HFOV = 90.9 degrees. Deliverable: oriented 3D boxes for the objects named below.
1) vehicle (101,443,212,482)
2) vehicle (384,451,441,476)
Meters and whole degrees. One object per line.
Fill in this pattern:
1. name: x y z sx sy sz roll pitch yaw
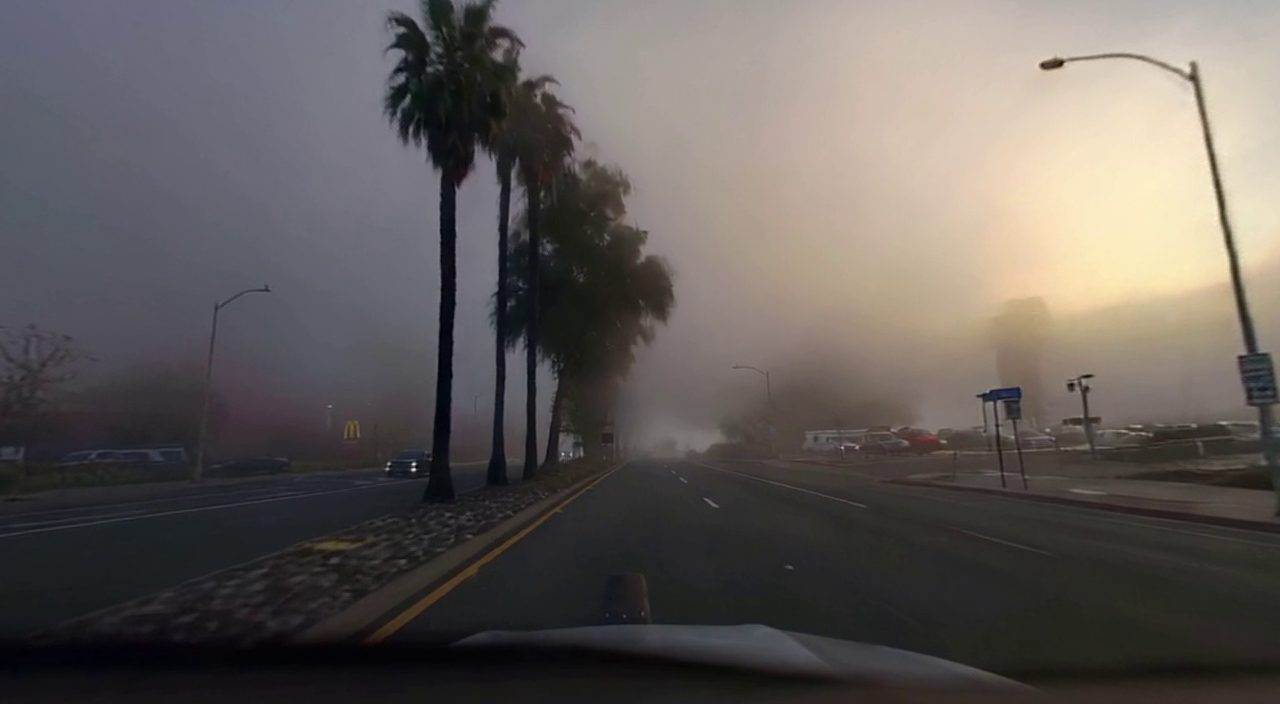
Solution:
1. vehicle: -32.417 7.559 42.617 2.415 2.234 6.082 -2 -12 2
2. vehicle: -16.511 8.101 46.099 2.167 1.622 5.184 0 -8 0
